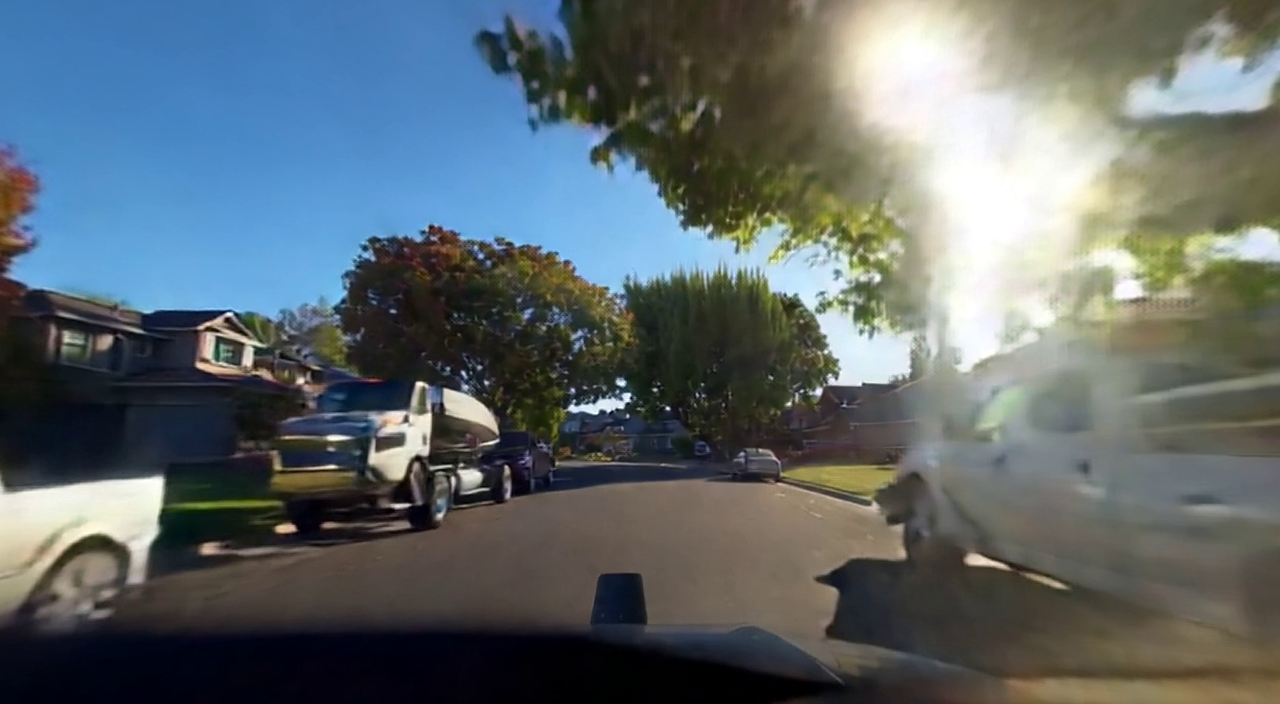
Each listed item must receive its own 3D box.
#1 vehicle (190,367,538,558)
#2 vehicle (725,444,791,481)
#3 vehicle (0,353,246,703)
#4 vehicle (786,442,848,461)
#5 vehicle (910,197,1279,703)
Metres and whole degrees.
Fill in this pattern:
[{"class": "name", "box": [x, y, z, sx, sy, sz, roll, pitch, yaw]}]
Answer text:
[{"class": "vehicle", "box": [-3.824, 1.765, 10.663, 2.632, 2.249, 6.179, -1, -9, 5]}, {"class": "vehicle", "box": [5.087, 4.818, 27.776, 1.998, 1.489, 4.722, 0, -9, 0]}, {"class": "vehicle", "box": [-4.103, 0.803, 2.456, 2.052, 1.745, 4.737, 0, -9, 0]}, {"class": "vehicle", "box": [13.880, 7.784, 49.389, 4.252, 1.429, 1.907, 2, -9, -18]}, {"class": "vehicle", "box": [4.305, 0.758, 4.038, 2.697, 2.558, 5.635, 0, -9, 1]}]
